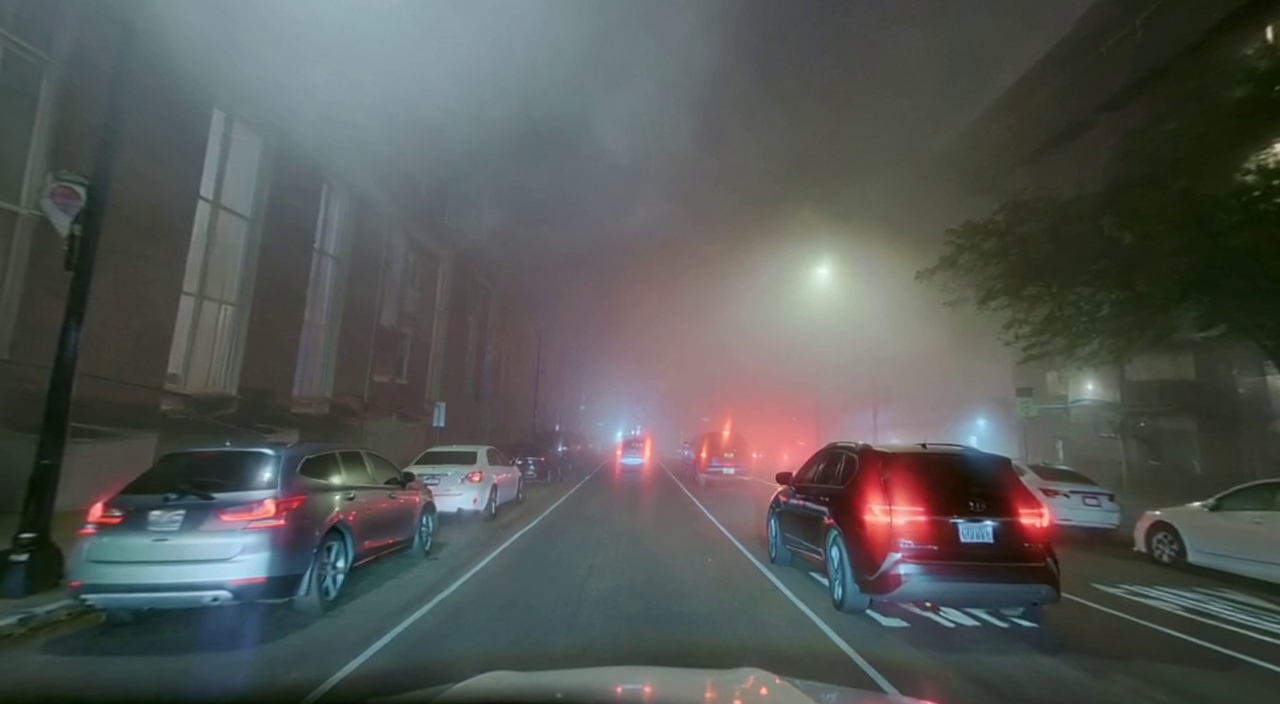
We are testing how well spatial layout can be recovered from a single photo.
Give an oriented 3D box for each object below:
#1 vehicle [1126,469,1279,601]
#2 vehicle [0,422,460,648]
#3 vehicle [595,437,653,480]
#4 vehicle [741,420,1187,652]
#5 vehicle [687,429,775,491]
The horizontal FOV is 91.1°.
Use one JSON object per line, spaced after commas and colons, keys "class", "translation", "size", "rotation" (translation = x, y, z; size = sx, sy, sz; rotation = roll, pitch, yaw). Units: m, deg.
{"class": "vehicle", "translation": [8.537, 2.237, 7.550], "size": [1.862, 1.461, 4.324], "rotation": [0, -8, 0]}
{"class": "vehicle", "translation": [-3.515, 1.577, 6.616], "size": [1.955, 1.504, 4.618], "rotation": [0, -8, -1]}
{"class": "vehicle", "translation": [-0.550, 3.954, 23.621], "size": [2.007, 1.460, 3.923], "rotation": [0, -8, 0]}
{"class": "vehicle", "translation": [2.496, 1.542, 6.465], "size": [2.080, 1.495, 4.591], "rotation": [0, -8, -1]}
{"class": "vehicle", "translation": [2.717, 3.353, 19.880], "size": [2.002, 1.707, 4.547], "rotation": [0, -8, -1]}
